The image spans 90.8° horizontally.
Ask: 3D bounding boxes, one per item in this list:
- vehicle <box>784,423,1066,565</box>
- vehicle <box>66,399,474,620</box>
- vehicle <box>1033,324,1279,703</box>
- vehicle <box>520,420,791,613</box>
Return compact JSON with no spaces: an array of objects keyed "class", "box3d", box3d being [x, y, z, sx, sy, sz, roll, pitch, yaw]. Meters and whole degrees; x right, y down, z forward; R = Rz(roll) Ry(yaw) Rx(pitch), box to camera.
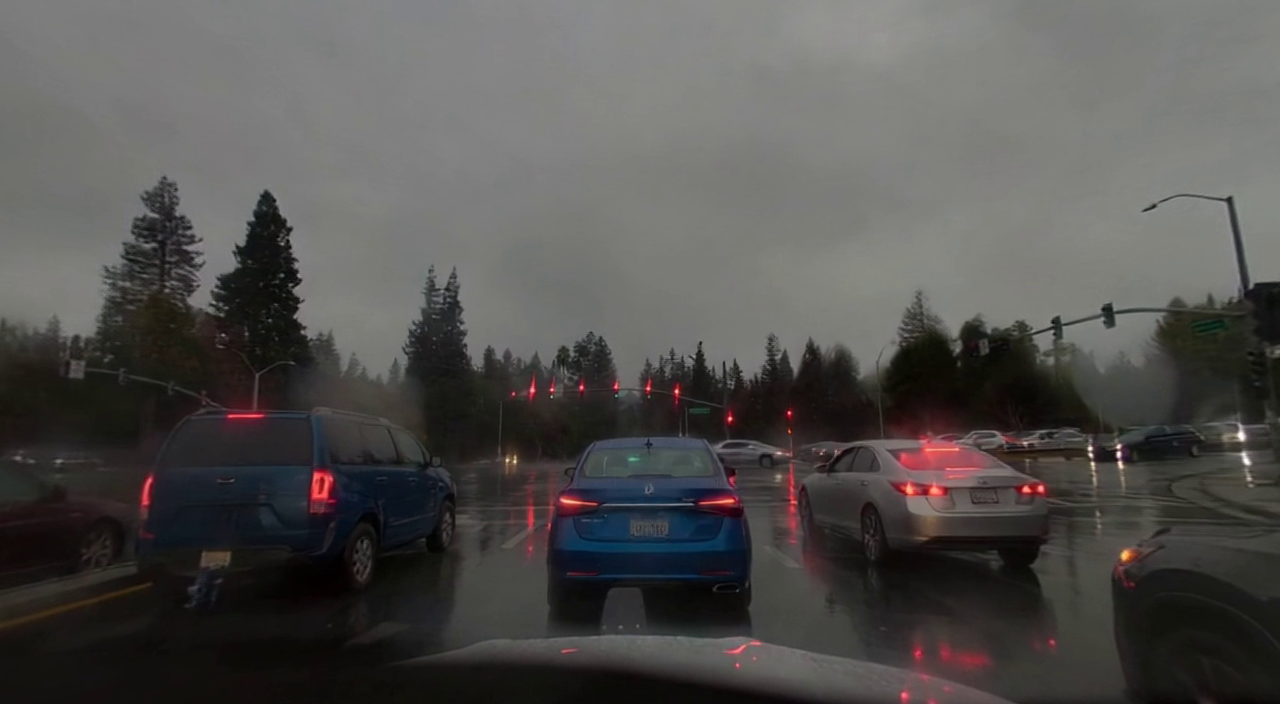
[{"class":"vehicle","box3d":[3.533,1.841,8.956,1.874,1.487,4.404,0,-9,-1]},{"class":"vehicle","box3d":[-3.417,1.535,7.059,1.958,1.693,4.242,0,-9,0]},{"class":"vehicle","box3d":[3.231,0.618,1.174,2.178,1.691,4.314,0,-9,0]},{"class":"vehicle","box3d":[0.062,1.592,7.023,2.114,1.482,4.056,0,-9,-2]}]
